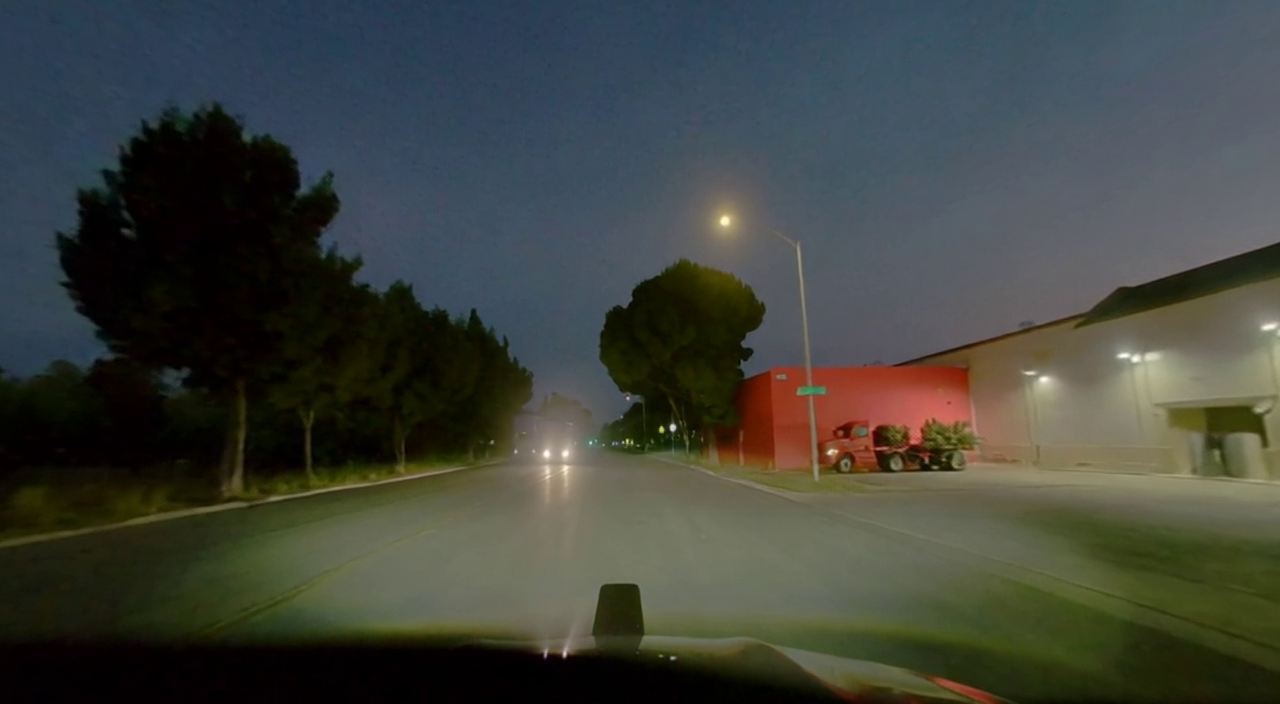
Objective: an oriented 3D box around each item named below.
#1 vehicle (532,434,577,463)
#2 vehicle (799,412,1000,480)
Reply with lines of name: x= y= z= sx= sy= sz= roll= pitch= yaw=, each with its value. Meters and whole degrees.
vehicle: x=-6.614 y=7.587 z=49.744 sx=2.770 sy=2.135 sz=6.329 roll=0 pitch=-8 yaw=-1
vehicle: x=10.612 y=3.891 z=26.297 sx=7.188 sy=2.416 sz=2.528 roll=-1 pitch=-8 yaw=-4
